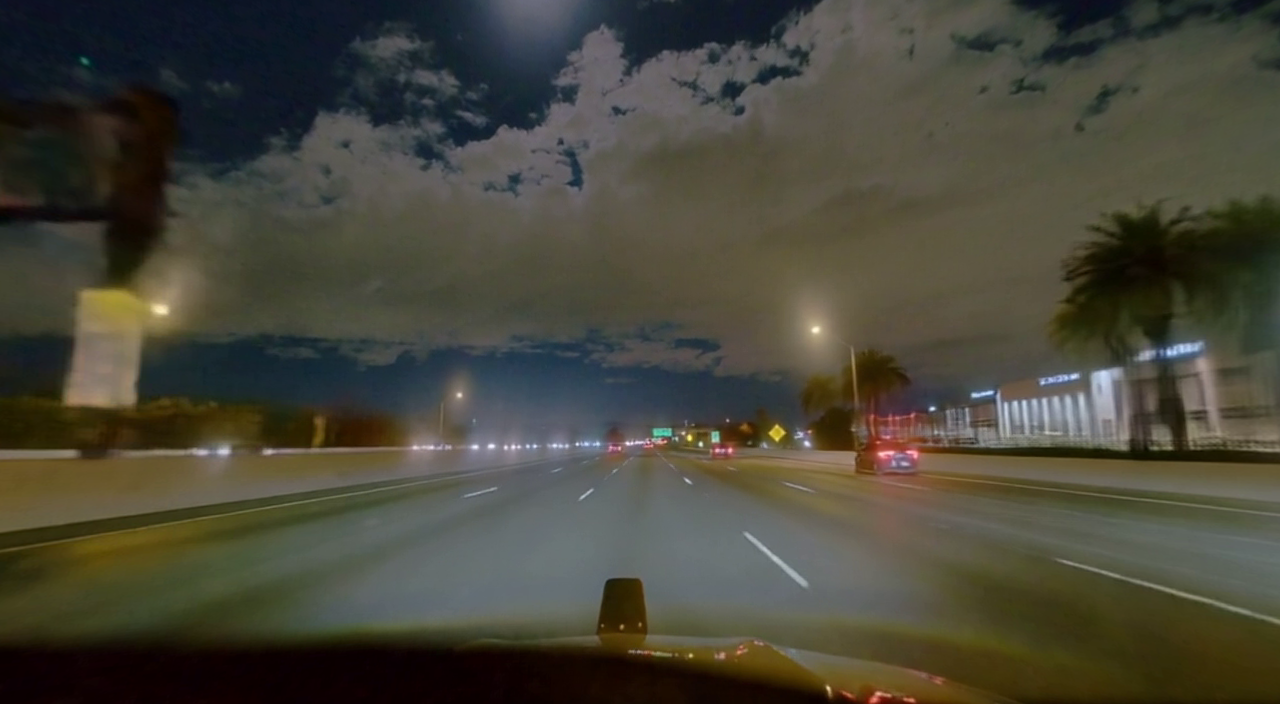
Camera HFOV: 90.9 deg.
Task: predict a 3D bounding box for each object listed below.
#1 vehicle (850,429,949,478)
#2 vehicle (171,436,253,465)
[{"bbox_3d":[10.887,4.301,26.921,2.168,1.861,4.678,0,-8,0],"label":"vehicle"},{"bbox_3d":[-25.718,5.935,38.086,1.898,1.670,4.227,0,-8,1],"label":"vehicle"}]
